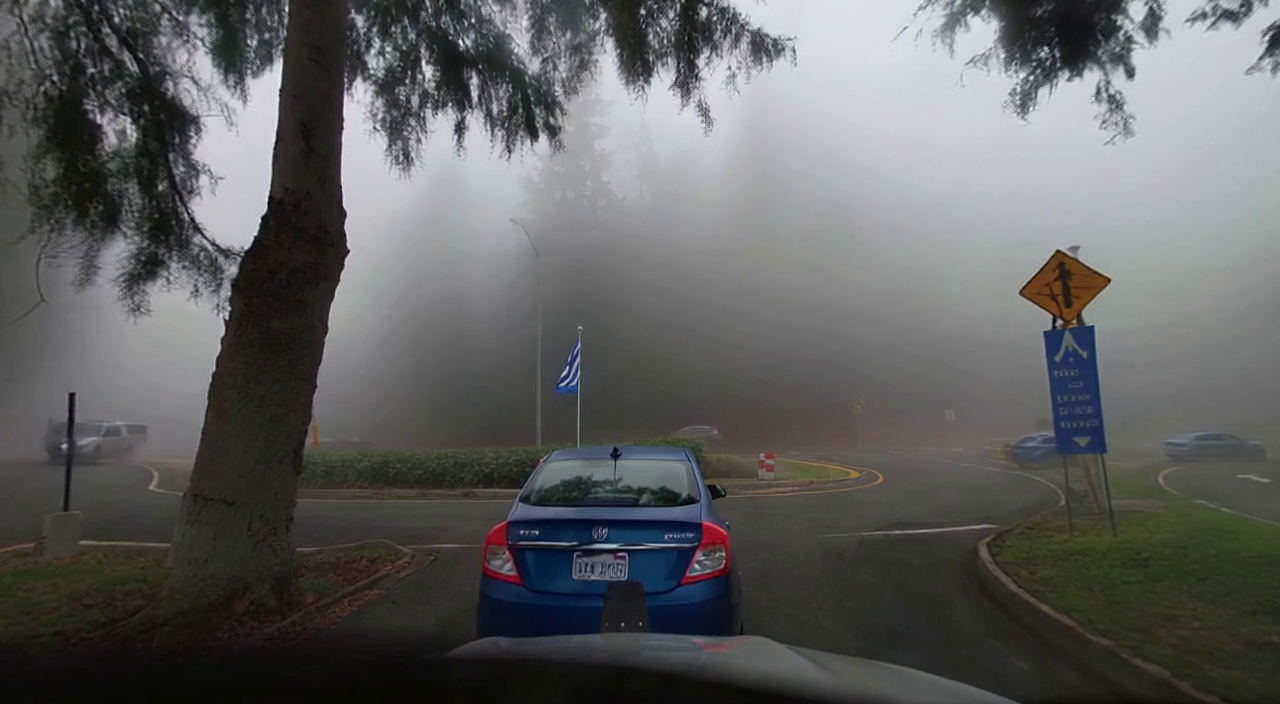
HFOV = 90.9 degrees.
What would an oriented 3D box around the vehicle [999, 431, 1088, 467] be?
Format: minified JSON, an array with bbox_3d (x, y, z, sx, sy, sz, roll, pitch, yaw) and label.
[{"bbox_3d":[20.407,4.887,31.822,4.485,1.691,2.132,6,-11,-35],"label":"vehicle"}]

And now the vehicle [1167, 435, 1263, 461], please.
[{"bbox_3d":[33.858,5.667,37.141,4.147,1.475,1.850,1,-9,-9],"label":"vehicle"}]

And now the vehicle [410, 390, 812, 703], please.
[{"bbox_3d":[-0.061,1.332,5.346,2.078,1.607,4.010,-1,-9,3],"label":"vehicle"}]
